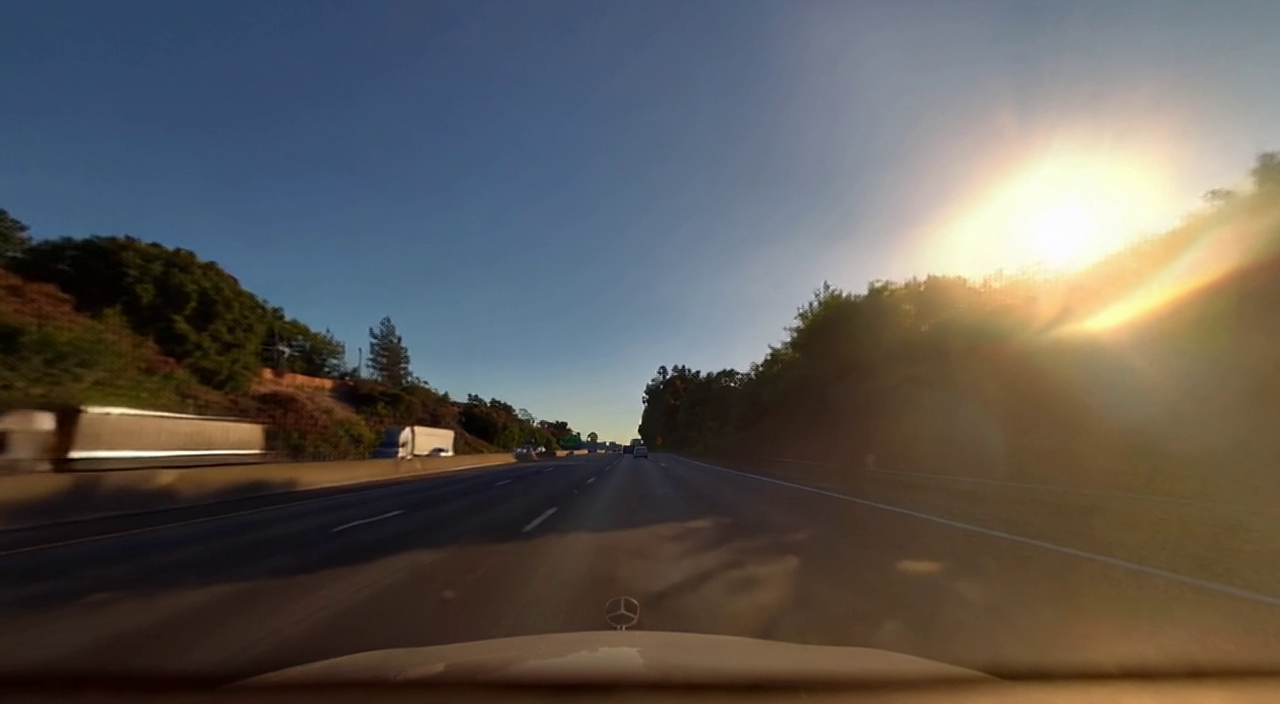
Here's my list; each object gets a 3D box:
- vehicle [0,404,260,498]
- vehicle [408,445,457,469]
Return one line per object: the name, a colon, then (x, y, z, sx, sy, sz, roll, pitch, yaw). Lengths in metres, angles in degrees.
vehicle: (-26.672, 5.384, 34.463, 2.915, 4.076, 14.027, 0, -9, -1)
vehicle: (-15.637, 7.906, 47.444, 2.033, 1.695, 4.724, -1, -9, 1)
